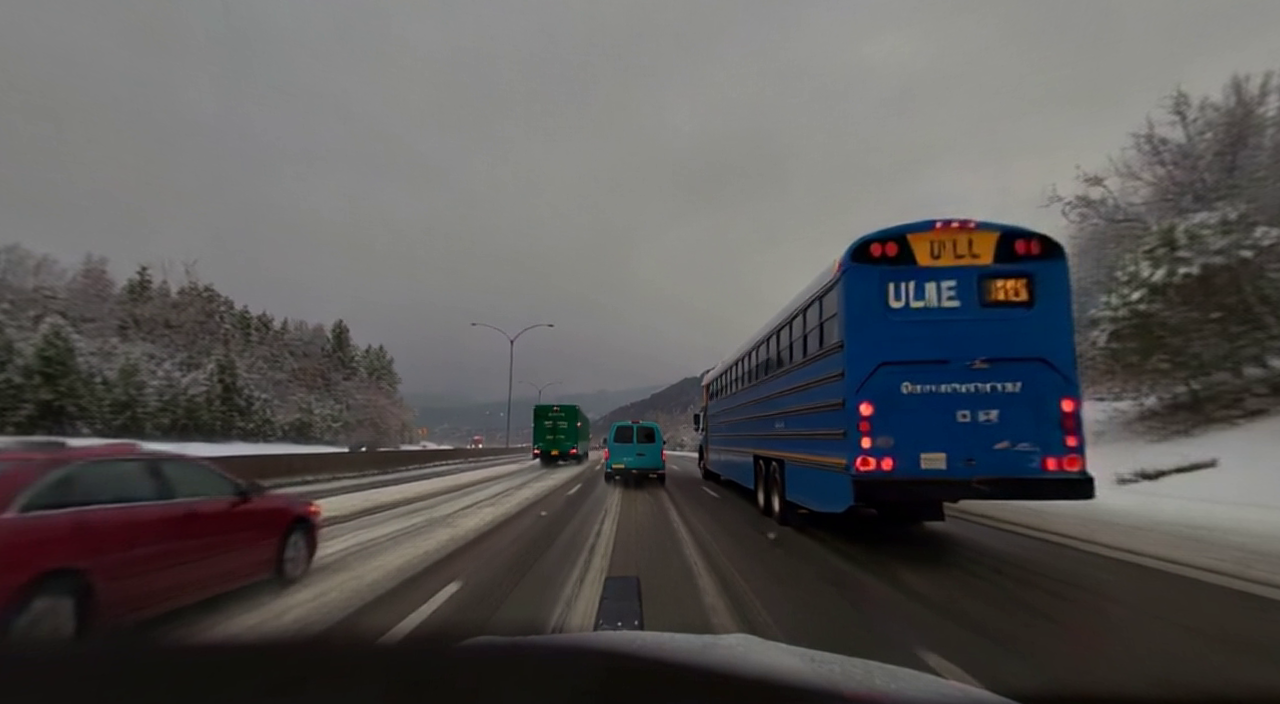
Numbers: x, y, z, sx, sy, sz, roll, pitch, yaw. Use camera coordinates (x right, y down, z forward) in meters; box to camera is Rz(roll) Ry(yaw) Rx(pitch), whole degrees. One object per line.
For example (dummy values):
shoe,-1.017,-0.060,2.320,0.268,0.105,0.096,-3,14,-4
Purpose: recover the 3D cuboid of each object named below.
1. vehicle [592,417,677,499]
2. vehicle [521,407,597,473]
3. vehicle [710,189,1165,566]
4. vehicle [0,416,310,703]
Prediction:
vehicle,-0.206,2.857,17.331,2.037,1.929,4.343,0,-8,-2
vehicle,-3.953,4.603,32.846,2.947,3.009,7.991,0,-8,-1
vehicle,3.857,1.154,13.416,3.006,4.101,13.245,0,-8,-1
vehicle,-4.046,1.129,3.600,2.039,1.453,4.197,0,-8,0
